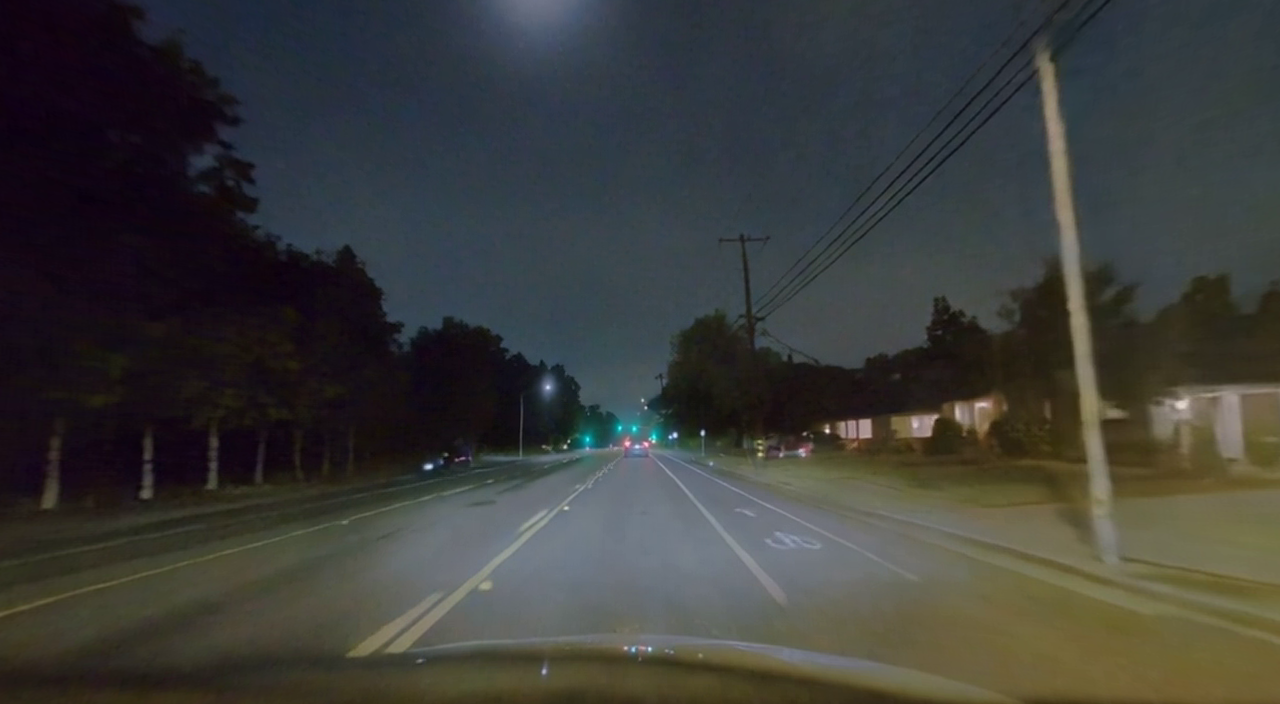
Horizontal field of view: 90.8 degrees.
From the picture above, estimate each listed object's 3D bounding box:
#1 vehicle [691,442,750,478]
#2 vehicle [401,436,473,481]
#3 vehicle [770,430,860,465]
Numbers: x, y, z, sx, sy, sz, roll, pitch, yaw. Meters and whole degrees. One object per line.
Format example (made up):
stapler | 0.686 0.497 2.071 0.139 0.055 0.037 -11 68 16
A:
vehicle | 3.774 5.104 30.271 2.167 1.535 4.464 1 -8 -1
vehicle | -11.107 5.827 35.043 2.111 2.050 5.328 -7 -8 -1
vehicle | 10.626 5.782 38.513 4.709 1.743 1.965 -3 -8 -8
